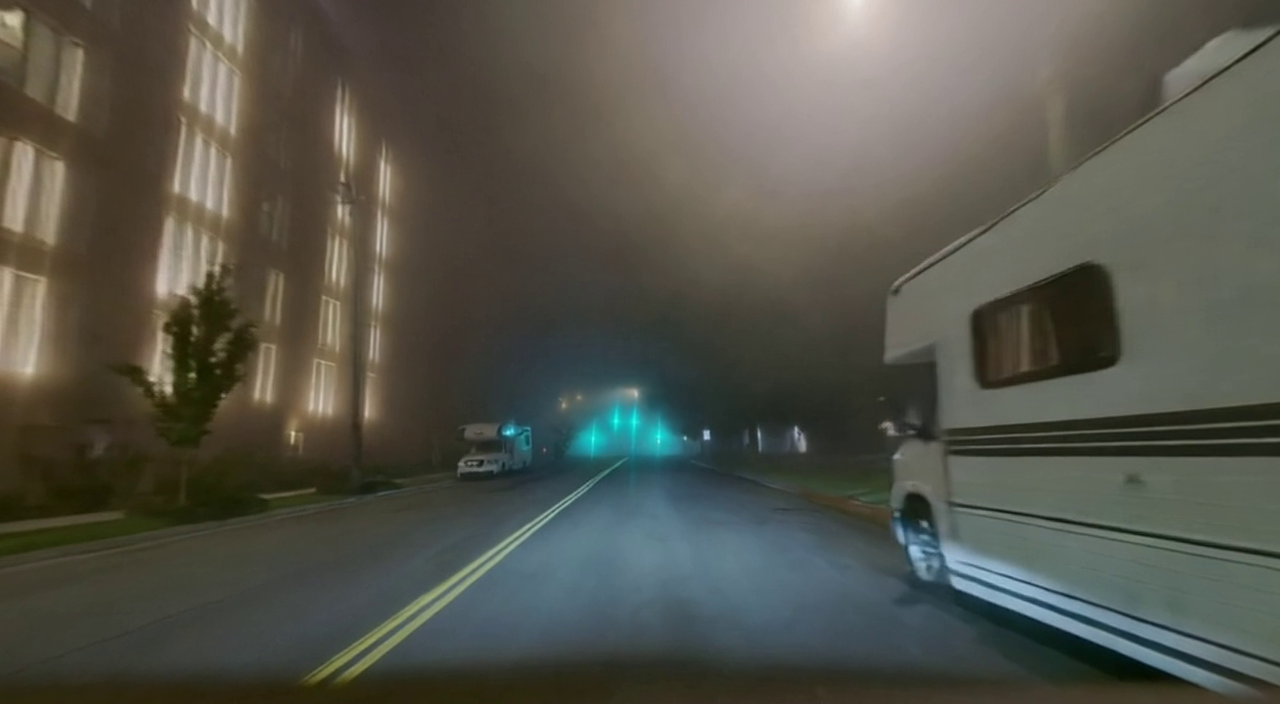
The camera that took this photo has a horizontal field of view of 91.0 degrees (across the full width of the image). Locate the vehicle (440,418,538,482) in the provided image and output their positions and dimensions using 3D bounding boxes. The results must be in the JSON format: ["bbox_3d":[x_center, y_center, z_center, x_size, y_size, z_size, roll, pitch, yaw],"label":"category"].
[{"bbox_3d":[-7.251,4.810,31.597,3.108,2.771,7.999,0,-8,-1],"label":"vehicle"}]

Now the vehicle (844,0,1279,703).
[{"bbox_3d":[3.746,0.082,1.932,3.074,3.099,8.805,1,-8,-2],"label":"vehicle"}]
